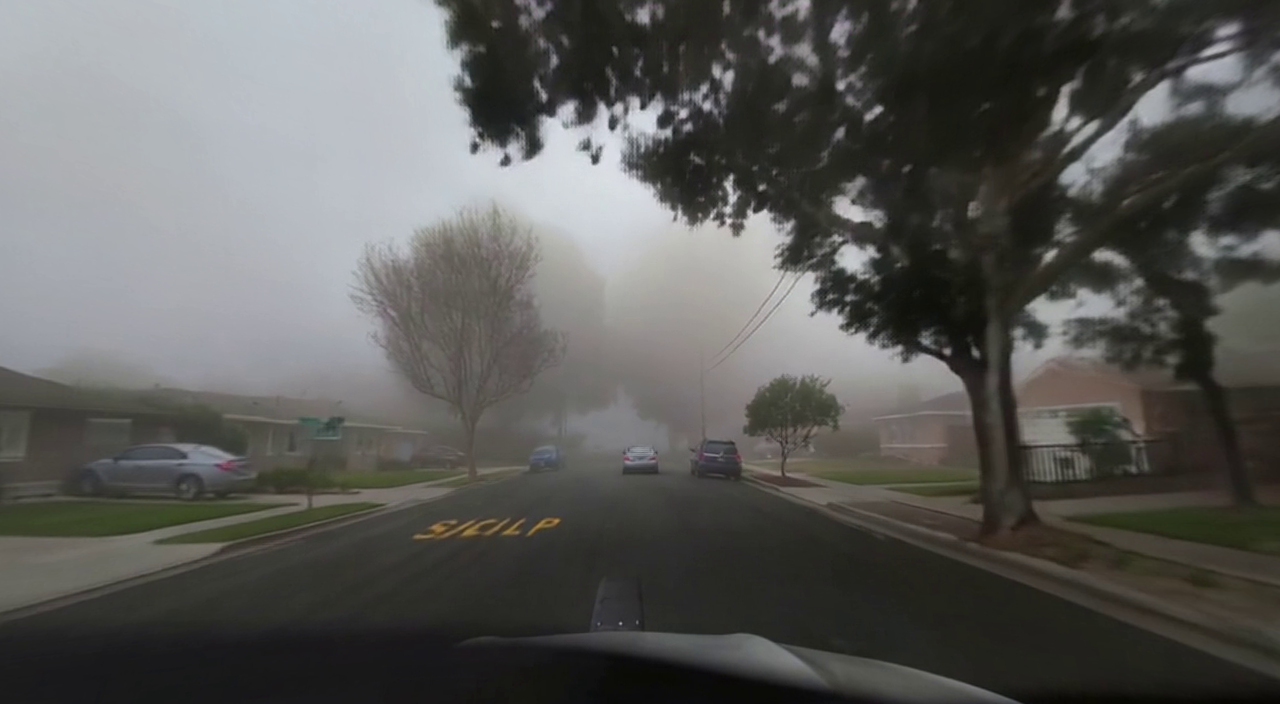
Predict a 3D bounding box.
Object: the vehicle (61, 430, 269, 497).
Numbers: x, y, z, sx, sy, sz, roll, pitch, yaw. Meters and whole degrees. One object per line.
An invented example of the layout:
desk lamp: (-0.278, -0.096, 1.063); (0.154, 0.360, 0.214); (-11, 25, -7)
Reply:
vehicle: (-13.442, 3.161, 18.135); (4.253, 1.772, 1.980); (0, -8, -3)

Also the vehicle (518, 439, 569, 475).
vehicle: (-5.560, 6.083, 37.029); (2.126, 1.816, 4.796); (-3, -8, 1)

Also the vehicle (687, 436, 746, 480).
vehicle: (3.199, 4.530, 27.250); (1.978, 1.690, 4.306); (0, -8, -1)

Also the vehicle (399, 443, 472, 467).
vehicle: (-13.328, 6.751, 41.435); (4.129, 1.523, 1.839); (0, -8, 0)

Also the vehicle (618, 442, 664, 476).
vehicle: (0.038, 4.902, 29.309); (2.000, 1.449, 4.006); (0, -8, 0)
